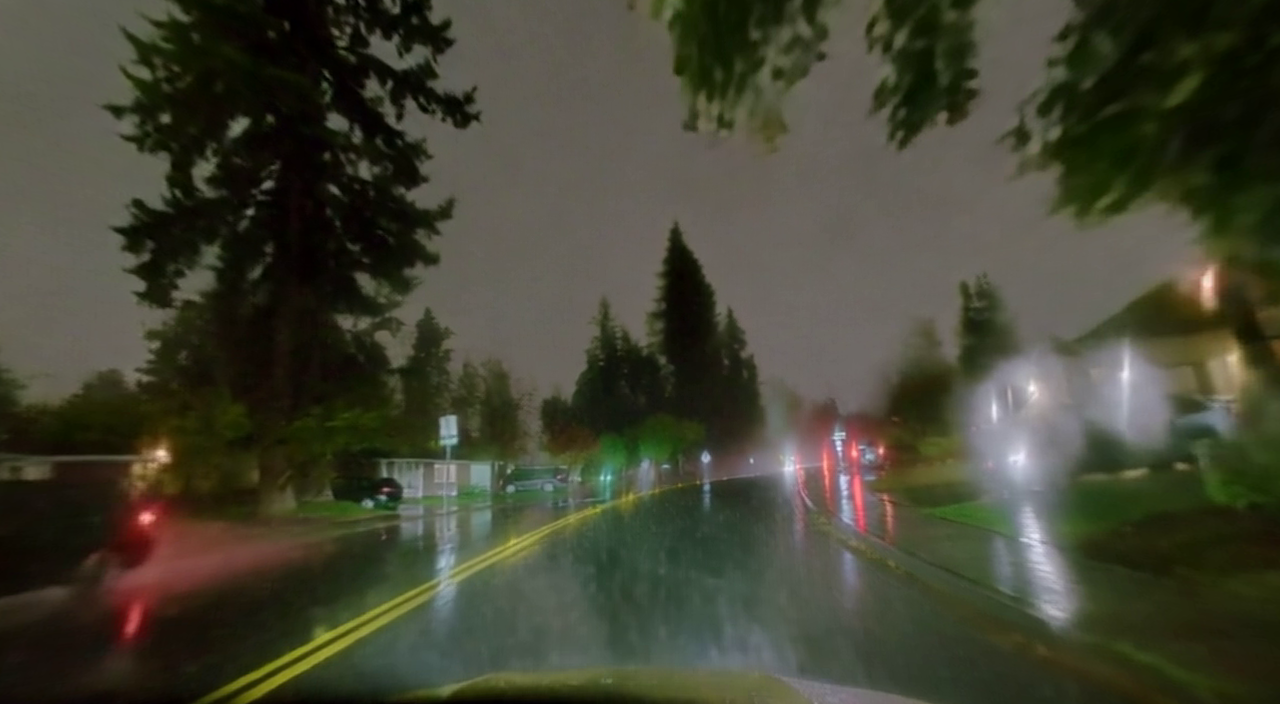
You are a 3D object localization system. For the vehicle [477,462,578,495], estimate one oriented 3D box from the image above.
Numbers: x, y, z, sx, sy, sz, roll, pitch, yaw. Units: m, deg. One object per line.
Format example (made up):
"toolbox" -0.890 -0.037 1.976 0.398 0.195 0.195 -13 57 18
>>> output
"vehicle" -6.896 7.834 39.038 5.643 1.759 2.110 -1 -19 7

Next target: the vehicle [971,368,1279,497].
"vehicle" 9.497 1.610 12.320 4.740 1.638 2.018 -4 -24 -3

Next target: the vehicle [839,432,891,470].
"vehicle" 12.144 5.338 34.417 2.163 1.885 4.804 -3 -8 14

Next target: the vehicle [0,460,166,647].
"vehicle" -6.647 1.649 5.193 1.963 1.539 4.210 -3 -22 3

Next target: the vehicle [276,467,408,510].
"vehicle" -11.503 5.281 24.570 4.175 1.492 1.845 -1 -9 -1
